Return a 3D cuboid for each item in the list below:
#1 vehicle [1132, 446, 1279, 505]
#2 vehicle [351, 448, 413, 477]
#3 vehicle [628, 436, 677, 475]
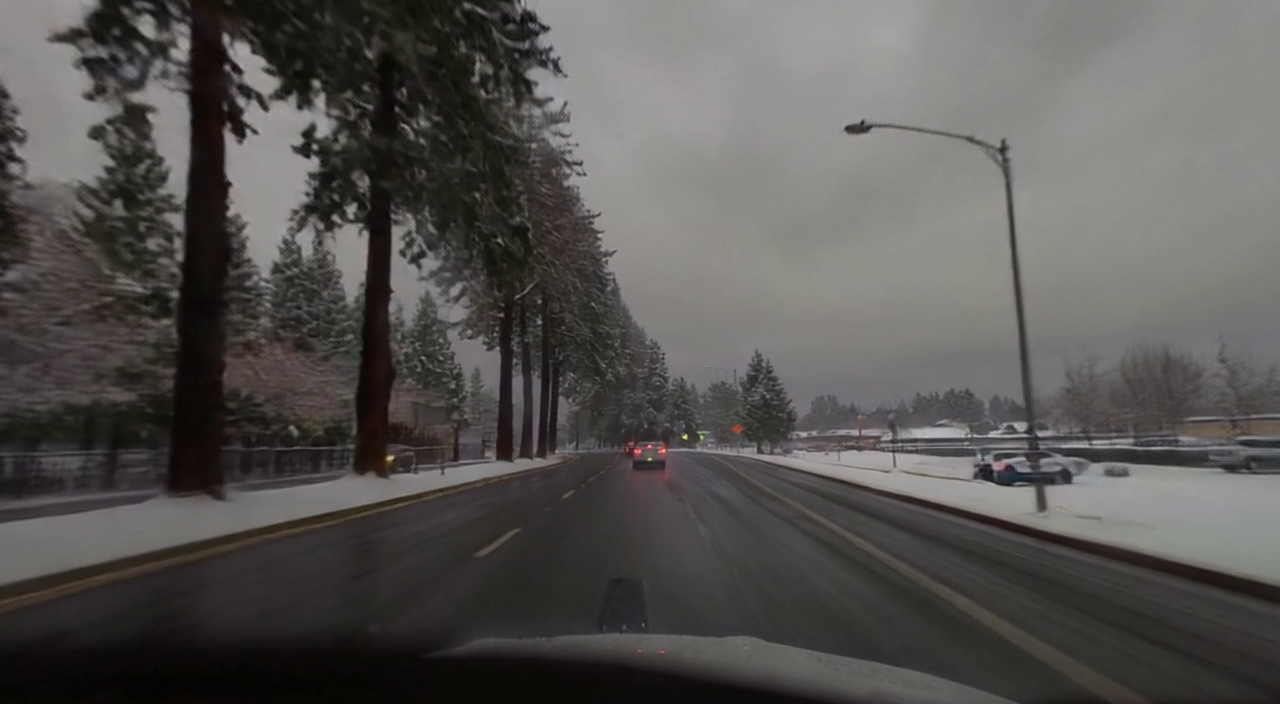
[{"bbox_3d":[15.827,3.202,16.609,4.205,1.441,1.781,0,-9,-1],"label":"vehicle"},{"bbox_3d":[-16.544,7.078,40.666,2.034,1.725,4.470,0,-9,0],"label":"vehicle"},{"bbox_3d":[0.529,4.856,29.756,2.135,1.691,3.884,0,-9,-1],"label":"vehicle"}]
